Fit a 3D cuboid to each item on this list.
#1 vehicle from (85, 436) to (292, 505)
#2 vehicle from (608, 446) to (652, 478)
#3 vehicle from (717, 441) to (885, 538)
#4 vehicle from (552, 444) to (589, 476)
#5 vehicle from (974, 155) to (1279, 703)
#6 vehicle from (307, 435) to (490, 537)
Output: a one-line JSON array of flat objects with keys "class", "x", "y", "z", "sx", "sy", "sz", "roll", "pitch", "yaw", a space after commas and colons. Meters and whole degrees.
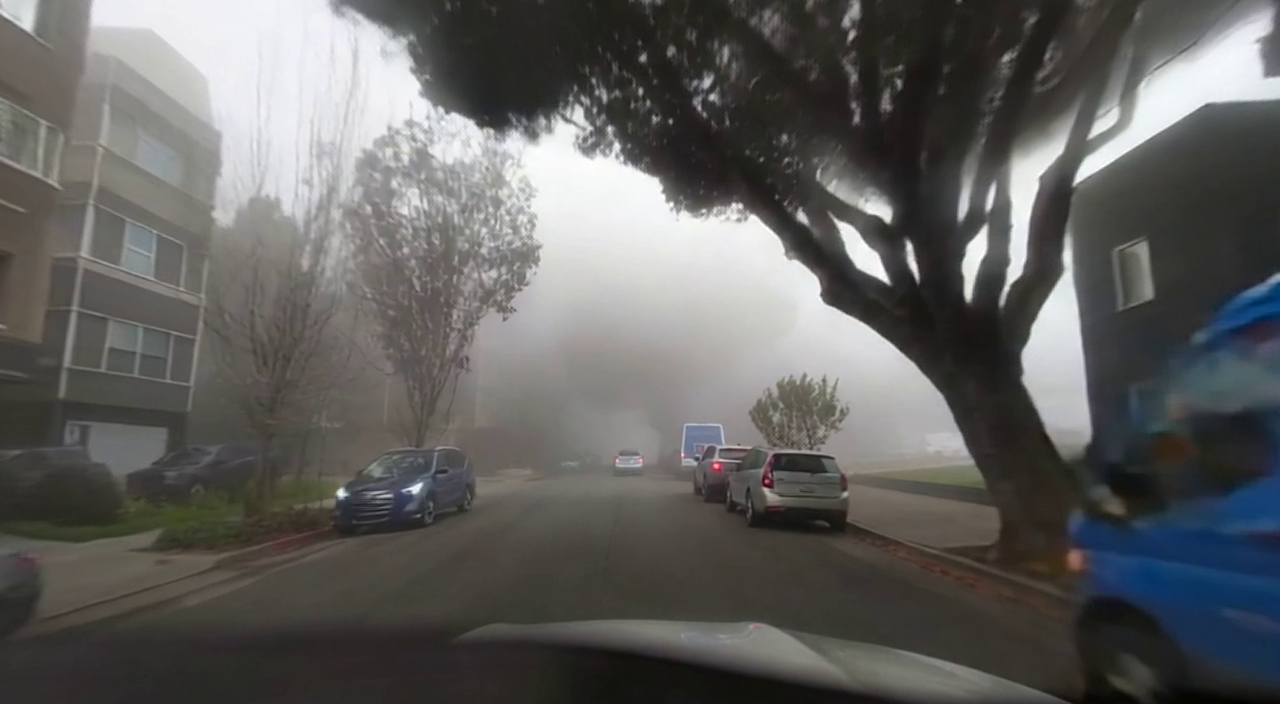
[{"class": "vehicle", "x": -11.254, "y": 2.948, "z": 16.186, "sx": 1.795, "sy": 1.513, "sz": 4.442, "roll": -1, "pitch": -8, "yaw": 4}, {"class": "vehicle", "x": -0.517, "y": 5.597, "z": 32.389, "sx": 2.095, "sy": 1.510, "sz": 3.605, "roll": 0, "pitch": -8, "yaw": -1}, {"class": "vehicle", "x": 2.707, "y": 2.392, "z": 11.653, "sx": 1.906, "sy": 1.471, "sz": 3.941, "roll": 0, "pitch": -8, "yaw": -3}, {"class": "vehicle", "x": -4.506, "y": 7.029, "z": 41.288, "sx": 1.951, "sy": 1.662, "sz": 4.046, "roll": 0, "pitch": -4, "yaw": 0}, {"class": "vehicle", "x": 2.684, "y": 0.405, "z": 0.452, "sx": 2.303, "sy": 2.049, "sz": 4.719, "roll": 0, "pitch": -8, "yaw": 1}, {"class": "vehicle", "x": -4.819, "y": 2.668, "z": 13.458, "sx": 2.090, "sy": 1.497, "sz": 4.639, "roll": 1, "pitch": -4, "yaw": 0}]
